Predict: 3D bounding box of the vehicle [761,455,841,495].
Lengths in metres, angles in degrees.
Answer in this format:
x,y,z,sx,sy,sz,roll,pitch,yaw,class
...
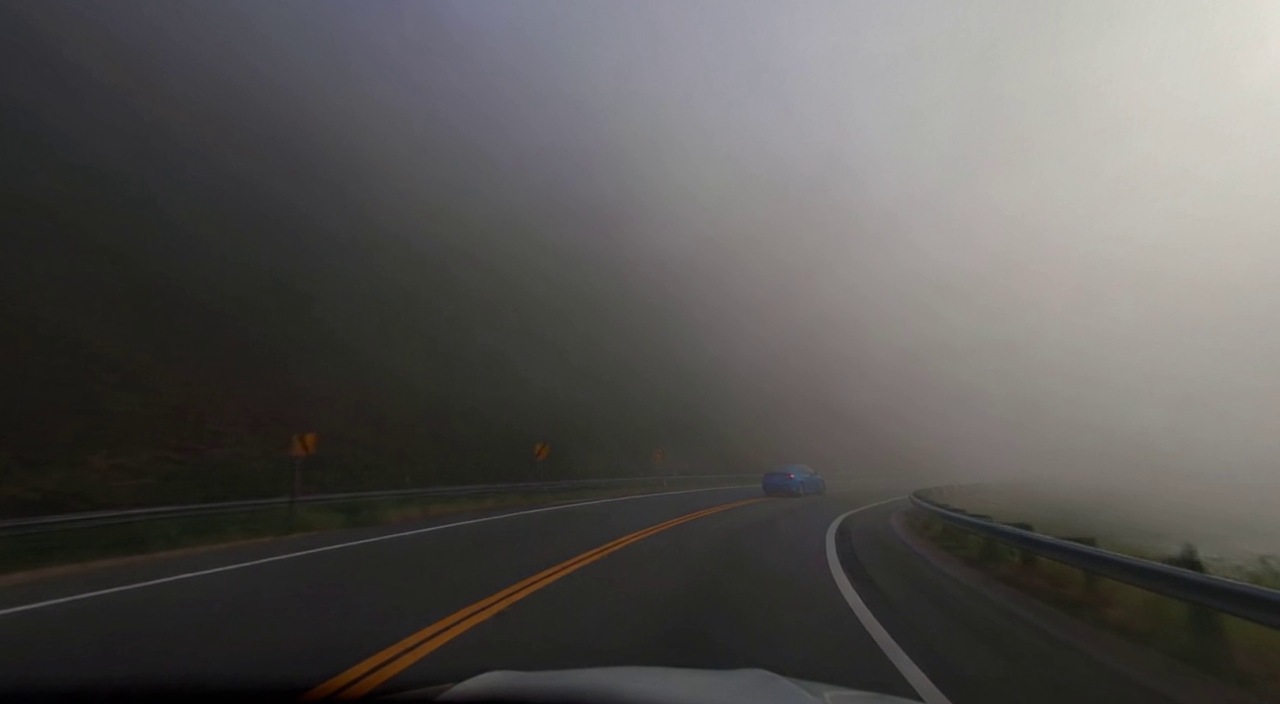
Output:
x,y,z,sx,sy,sz,roll,pitch,yaw,class
7.472,5.627,28.972,1.997,1.692,4.422,-7,-13,36,vehicle
